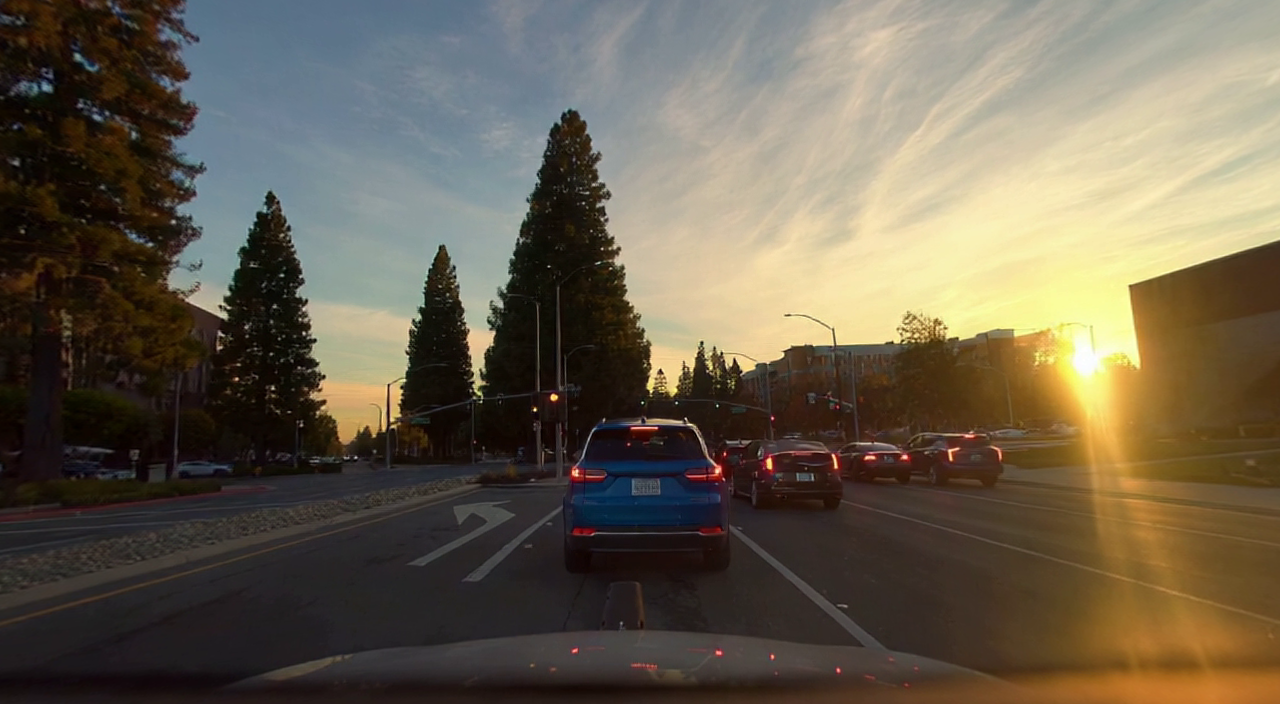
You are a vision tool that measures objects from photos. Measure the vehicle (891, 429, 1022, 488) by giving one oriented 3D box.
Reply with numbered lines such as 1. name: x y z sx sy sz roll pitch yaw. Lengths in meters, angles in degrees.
1. vehicle: 10.854 3.697 22.133 2.123 1.812 4.553 0 -9 -1

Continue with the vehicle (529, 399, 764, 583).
1. vehicle: 0.058 1.659 8.261 2.266 1.762 4.131 0 -9 0

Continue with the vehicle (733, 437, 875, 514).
1. vehicle: 3.492 2.718 14.418 1.997 1.471 4.321 0 -9 -1
